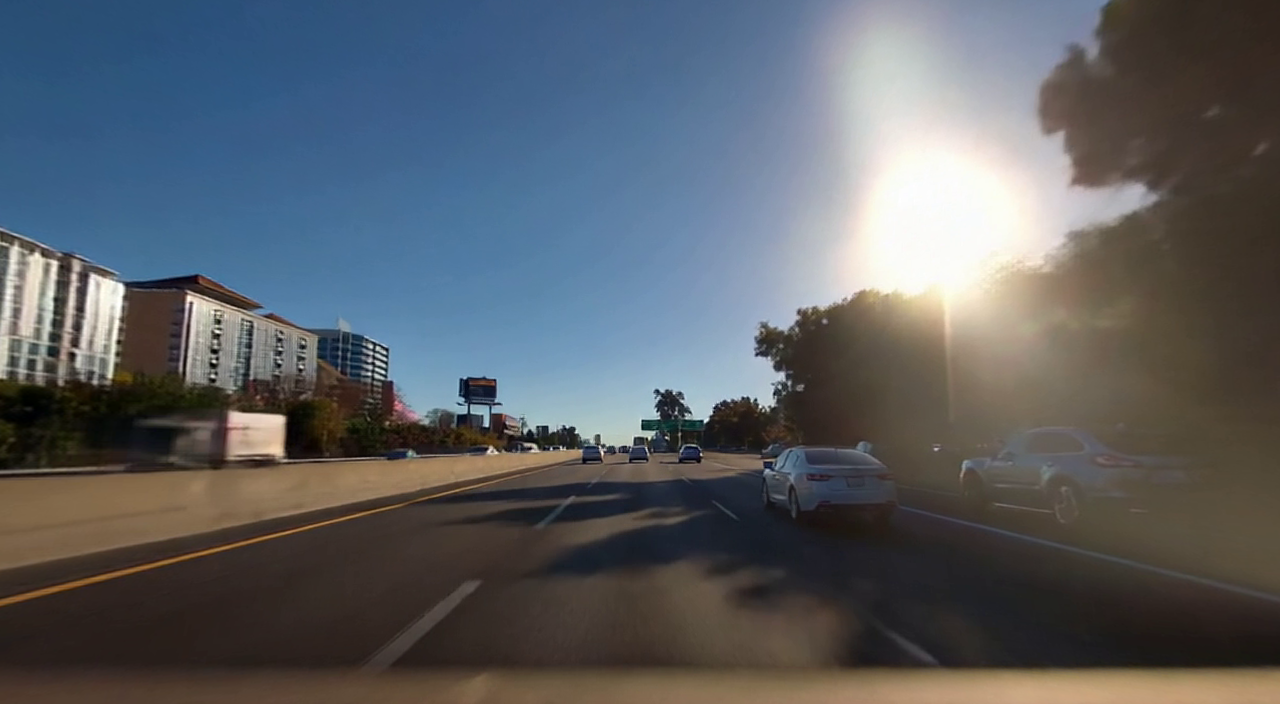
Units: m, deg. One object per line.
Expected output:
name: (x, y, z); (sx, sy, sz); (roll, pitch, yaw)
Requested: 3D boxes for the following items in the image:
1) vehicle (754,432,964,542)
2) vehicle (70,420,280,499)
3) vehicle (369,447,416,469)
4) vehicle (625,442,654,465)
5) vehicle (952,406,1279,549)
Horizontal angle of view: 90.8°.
vehicle: (3.472, 2.225, 11.111); (1.987, 1.509, 4.512); (0, -9, -1)
vehicle: (-14.499, 3.406, 20.362); (2.438, 2.164, 5.666); (0, -9, 0)
vehicle: (-18.136, 7.770, 46.506); (1.835, 1.592, 4.076); (0, -9, 0)
vehicle: (-0.103, 7.896, 49.107); (2.191, 1.685, 4.015); (0, -9, -1)
vehicle: (7.542, 1.955, 10.469); (2.176, 1.793, 4.841); (0, -9, -1)
